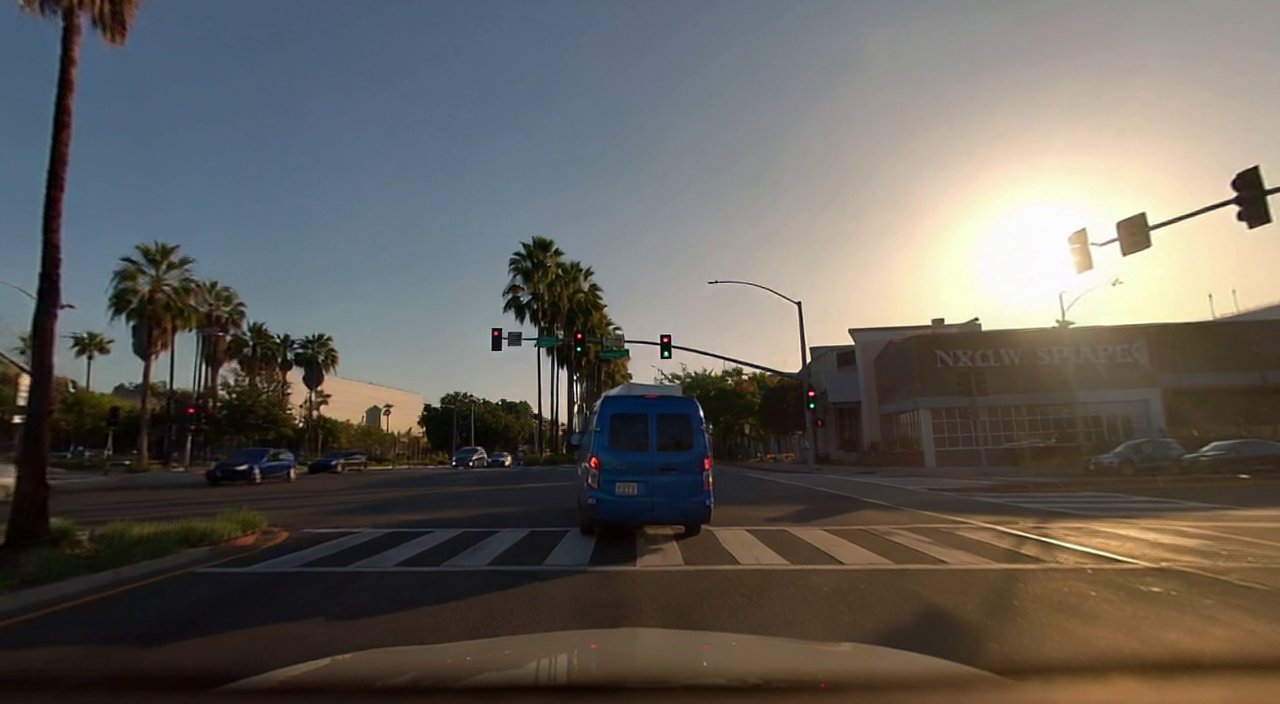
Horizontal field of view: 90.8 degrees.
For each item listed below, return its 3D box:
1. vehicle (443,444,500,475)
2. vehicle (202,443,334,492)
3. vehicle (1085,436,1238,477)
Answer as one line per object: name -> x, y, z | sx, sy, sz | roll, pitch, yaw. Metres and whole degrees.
vehicle -> -9.716, 6.229, 36.887 | 2.074, 1.681, 4.417 | 0, -9, 1
vehicle -> -14.146, 4.389, 24.441 | 2.074, 1.671, 4.755 | 0, -9, 2
vehicle -> 22.213, 4.454, 27.070 | 4.533, 1.676, 2.236 | 0, -9, -1
